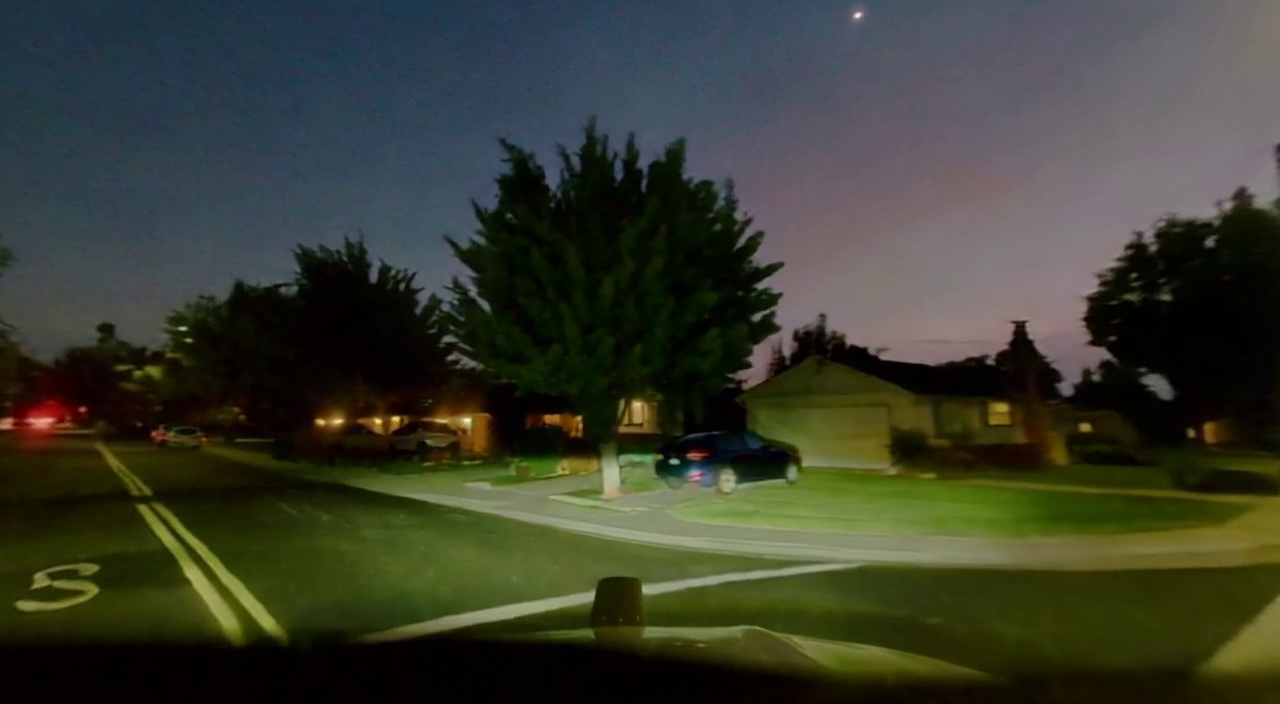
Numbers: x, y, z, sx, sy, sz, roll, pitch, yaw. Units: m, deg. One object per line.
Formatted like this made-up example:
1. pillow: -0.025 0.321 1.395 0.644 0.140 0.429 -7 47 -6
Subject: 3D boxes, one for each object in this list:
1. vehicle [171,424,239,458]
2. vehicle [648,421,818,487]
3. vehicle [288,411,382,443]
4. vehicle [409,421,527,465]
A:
1. vehicle: -21.546 4.403 31.202 2.009 1.506 4.698 8 -11 -42
2. vehicle: 2.556 2.679 16.798 4.569 1.499 1.917 7 -11 -40
3. vehicle: -19.262 4.750 39.985 4.861 1.911 2.181 6 -10 -41
4. vehicle: -7.070 3.793 26.208 4.230 1.666 1.978 7 -11 -39
